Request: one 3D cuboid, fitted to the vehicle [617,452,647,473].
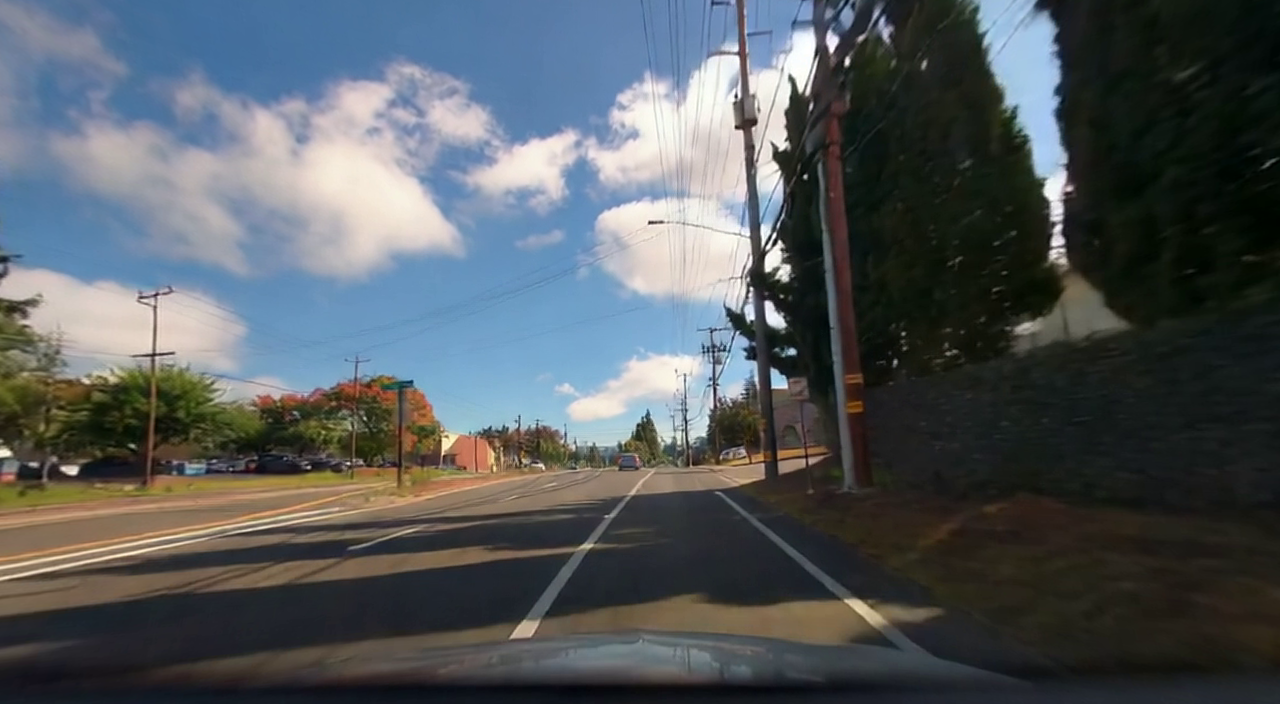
[{"bbox_3d":[-0.562,8.655,49.382,2.114,1.492,4.453,-1,-9,2],"label":"vehicle"}]
